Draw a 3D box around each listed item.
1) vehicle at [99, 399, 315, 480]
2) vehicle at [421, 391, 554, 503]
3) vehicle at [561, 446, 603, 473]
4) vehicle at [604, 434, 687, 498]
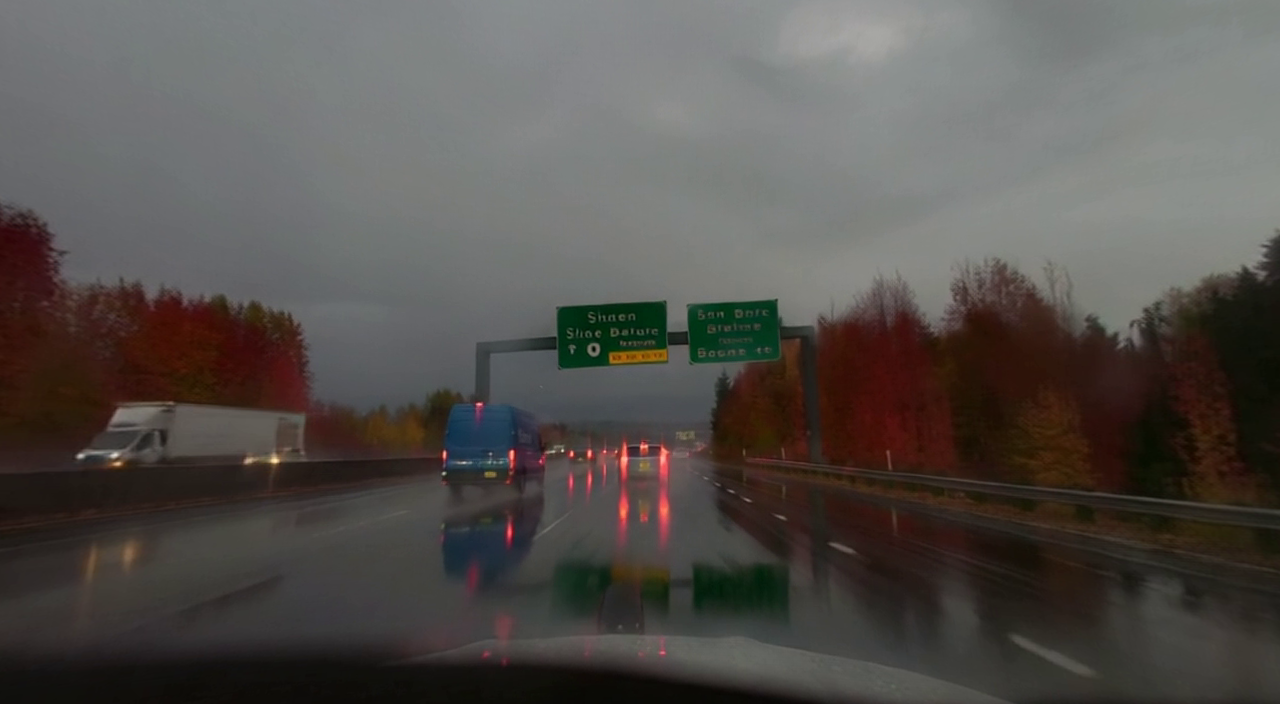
[{"bbox_3d":[-25.406,5.447,38.565,2.906,4.059,14.158,0,-9,2],"label":"vehicle"},{"bbox_3d":[-4.107,2.743,18.194,2.275,2.692,5.810,0,-9,1],"label":"vehicle"},{"bbox_3d":[-3.401,6.407,37.604,2.015,1.496,4.312,0,-9,1],"label":"vehicle"},{"bbox_3d":[0.179,3.332,18.669,2.195,1.679,4.070,0,-9,1],"label":"vehicle"}]
